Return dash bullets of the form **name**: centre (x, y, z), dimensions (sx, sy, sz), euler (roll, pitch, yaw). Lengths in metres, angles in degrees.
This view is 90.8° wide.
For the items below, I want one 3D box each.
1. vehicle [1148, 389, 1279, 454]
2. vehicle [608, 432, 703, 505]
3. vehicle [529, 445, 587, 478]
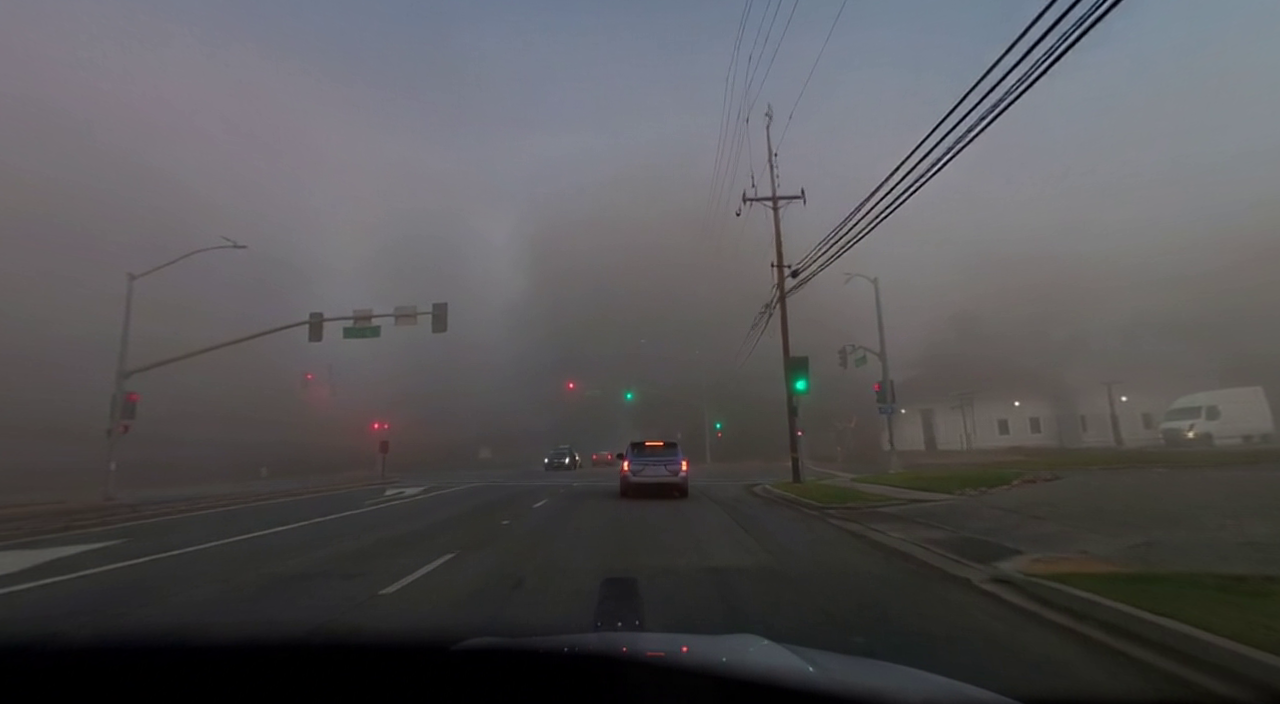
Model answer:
- **vehicle**: centre (42.375, 5.256, 46.870), dimensions (5.749, 4.403, 3.494), euler (-3, -10, 7)
- **vehicle**: centre (0.353, 2.964, 16.431), dimensions (2.156, 1.636, 3.923), euler (0, -9, 0)
- **vehicle**: centre (-3.913, 5.270, 30.737), dimensions (2.153, 1.474, 4.284), euler (0, -9, 1)
